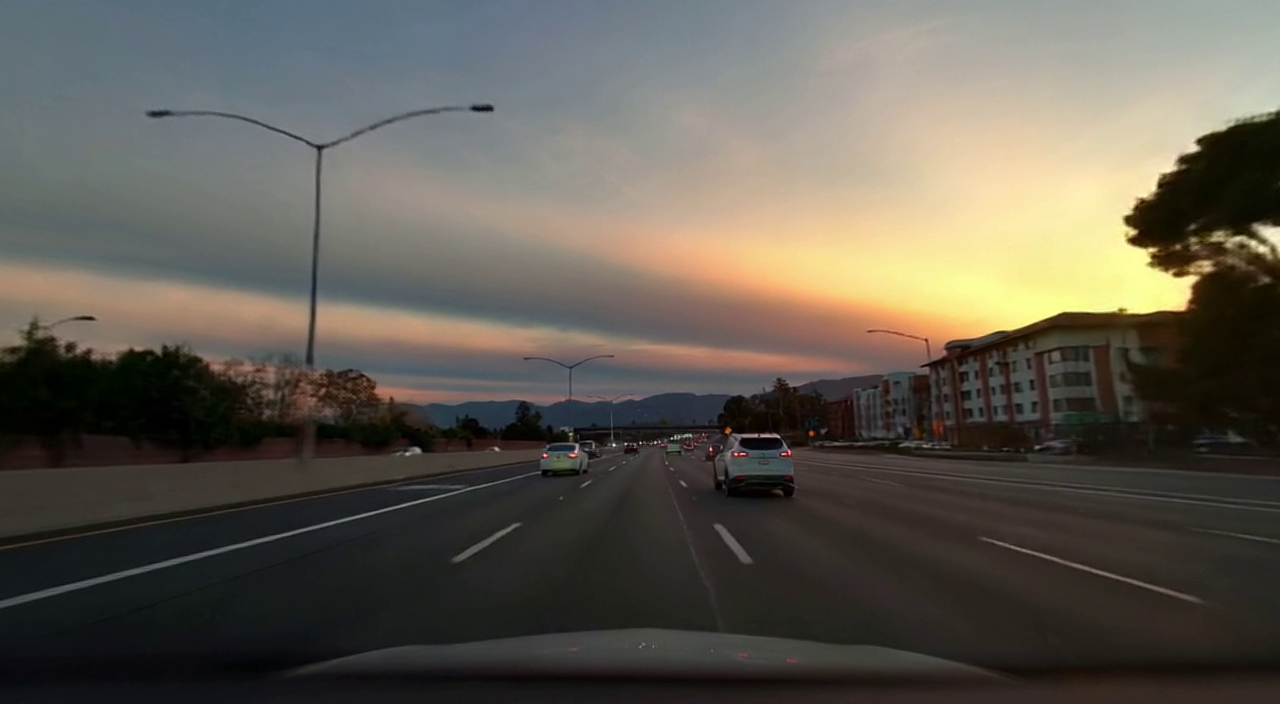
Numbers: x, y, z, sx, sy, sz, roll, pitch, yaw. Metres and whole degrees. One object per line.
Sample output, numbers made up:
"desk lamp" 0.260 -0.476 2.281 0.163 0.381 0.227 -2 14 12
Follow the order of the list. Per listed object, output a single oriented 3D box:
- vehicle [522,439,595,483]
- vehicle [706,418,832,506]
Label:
"vehicle" -3.073 4.240 24.879 2.080 1.542 4.718 -1 -8 2
"vehicle" 3.025 2.713 15.979 2.148 1.852 4.835 0 -8 0
